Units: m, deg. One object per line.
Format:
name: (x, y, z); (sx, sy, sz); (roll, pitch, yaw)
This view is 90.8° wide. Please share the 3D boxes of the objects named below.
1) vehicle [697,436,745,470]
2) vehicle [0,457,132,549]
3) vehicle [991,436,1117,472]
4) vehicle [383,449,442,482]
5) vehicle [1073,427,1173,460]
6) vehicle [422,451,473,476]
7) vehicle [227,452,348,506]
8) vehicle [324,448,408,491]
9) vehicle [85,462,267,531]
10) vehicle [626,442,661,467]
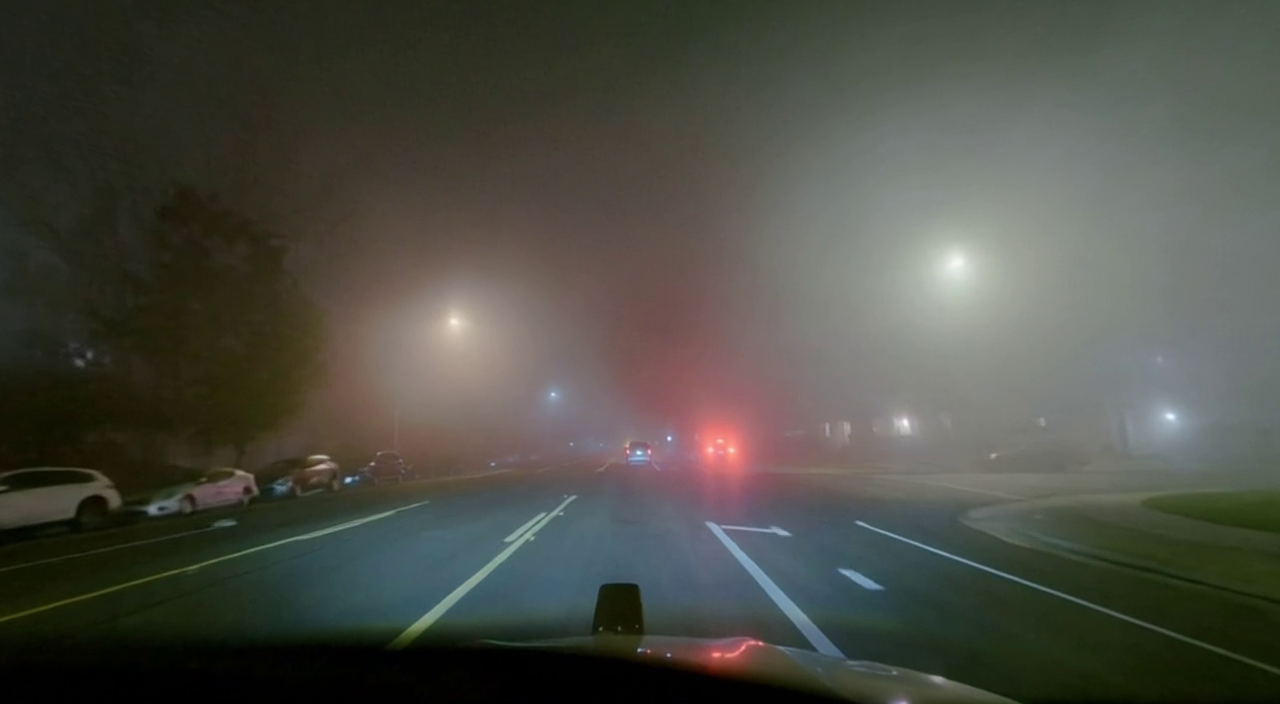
vehicle: (5.055, 6.340, 40.096); (2.195, 2.000, 4.789); (1, -8, -3)
vehicle: (-12.289, 2.853, 11.637); (1.905, 1.503, 5.015); (-4, -8, -2)
vehicle: (18.469, 4.569, 28.336); (4.240, 1.560, 1.929); (0, -9, 2)
vehicle: (-12.778, 6.357, 35.762); (1.917, 1.739, 4.461); (0, -9, -3)
vehicle: (26.271, 5.004, 34.582); (1.873, 1.686, 4.429); (0, -9, 0)
vehicle: (-12.623, 7.348, 41.770); (1.835, 1.488, 4.696); (0, -9, 1)
vehicle: (-12.749, 4.563, 23.240); (1.938, 1.738, 4.516); (0, -9, -2)
vehicle: (-12.682, 5.416, 29.678); (1.904, 1.805, 5.100); (0, -9, -3)
vehicle: (-12.534, 3.888, 17.488); (1.810, 1.399, 4.285); (-4, -9, 0)
vehicle: (0.165, 6.337, 39.303); (2.022, 1.471, 3.973); (0, -9, -1)
